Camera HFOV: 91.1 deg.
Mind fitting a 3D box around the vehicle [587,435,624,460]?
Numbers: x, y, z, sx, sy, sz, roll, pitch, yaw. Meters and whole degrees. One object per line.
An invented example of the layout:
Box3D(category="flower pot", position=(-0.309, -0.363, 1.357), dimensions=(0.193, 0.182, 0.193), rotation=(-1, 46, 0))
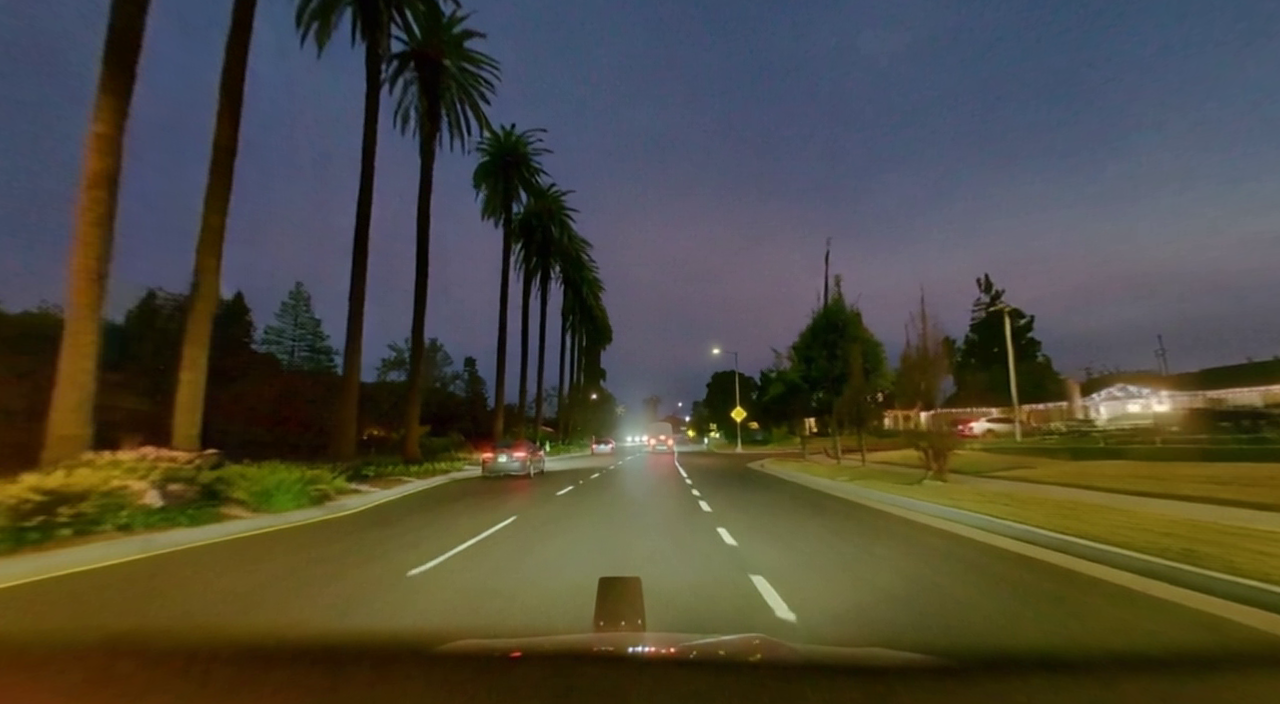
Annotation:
Box3D(category="vehicle", position=(-2.538, 7.247, 47.698), dimensions=(2.188, 1.819, 4.667), rotation=(-1, -8, 4))

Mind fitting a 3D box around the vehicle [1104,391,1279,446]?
Box3D(category="vehicle", position=(21.211, 2.593, 24.056), dimensions=(5.294, 1.978, 2.201), rotation=(1, -8, -7))

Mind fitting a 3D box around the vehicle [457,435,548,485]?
Box3D(category="vehicle", position=(-4.411, 3.550, 20.952), dimensions=(2.036, 1.478, 4.508), rotation=(0, -8, 0))

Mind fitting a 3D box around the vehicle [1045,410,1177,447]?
Box3D(category="vehicle", position=(21.555, 3.531, 28.876), dimensions=(4.366, 1.617, 2.096), rotation=(0, -8, 0))
